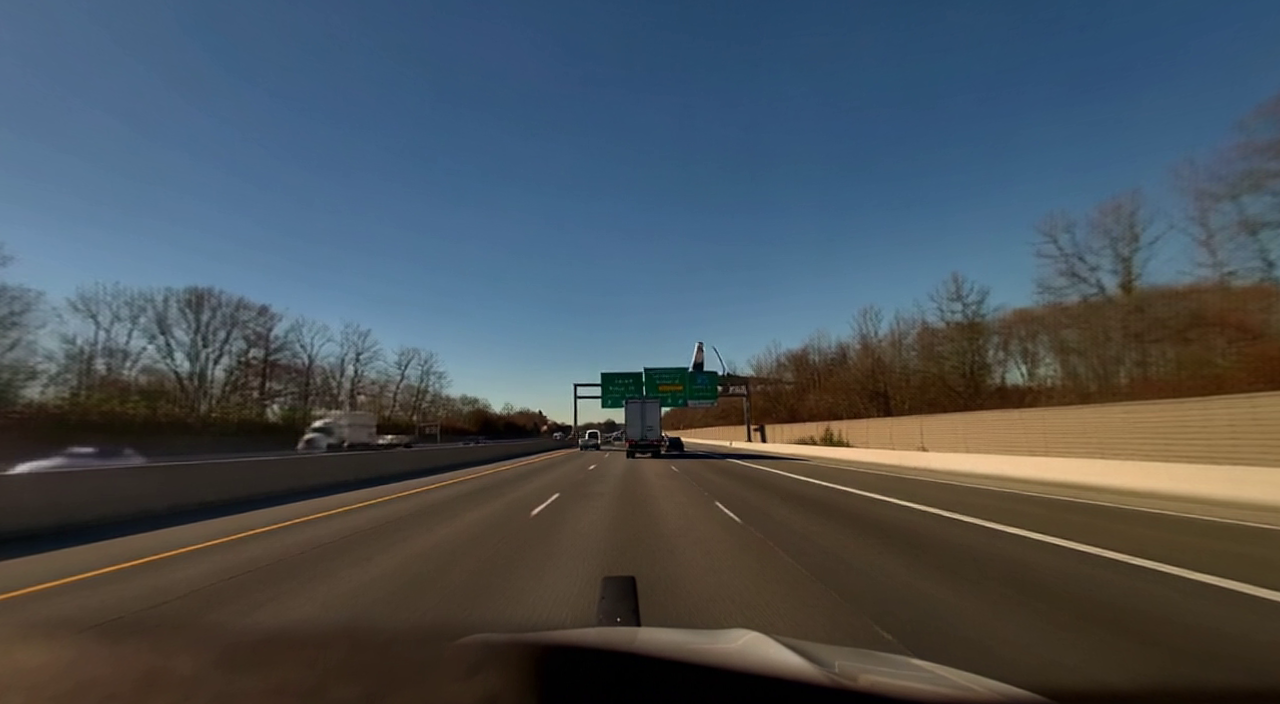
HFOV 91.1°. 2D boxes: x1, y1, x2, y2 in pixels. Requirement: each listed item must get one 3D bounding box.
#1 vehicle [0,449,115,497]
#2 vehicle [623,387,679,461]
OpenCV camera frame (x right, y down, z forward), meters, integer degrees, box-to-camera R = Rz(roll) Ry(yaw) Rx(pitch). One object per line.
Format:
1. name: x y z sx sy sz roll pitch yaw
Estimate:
1. vehicle: -21.675 4.269 22.656 1.824 1.479 4.192 0 -8 0
2. vehicle: 0.394 4.984 41.908 2.965 3.972 16.689 0 -8 -1
